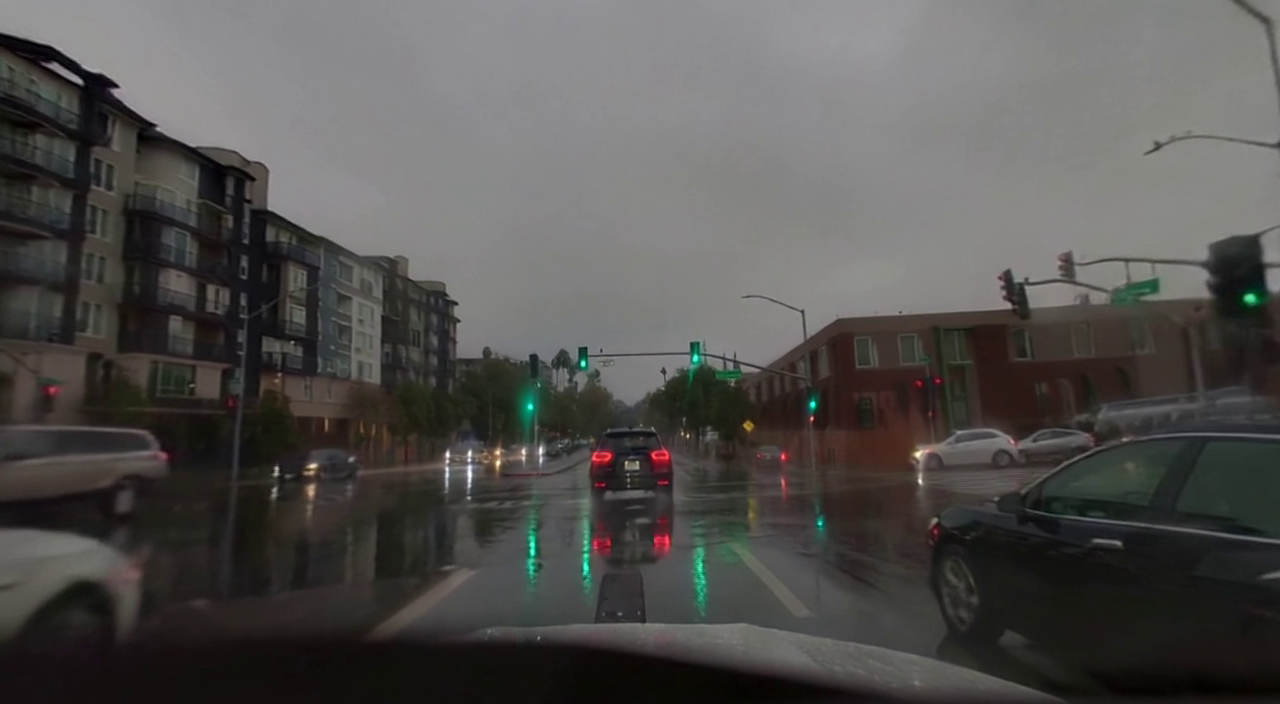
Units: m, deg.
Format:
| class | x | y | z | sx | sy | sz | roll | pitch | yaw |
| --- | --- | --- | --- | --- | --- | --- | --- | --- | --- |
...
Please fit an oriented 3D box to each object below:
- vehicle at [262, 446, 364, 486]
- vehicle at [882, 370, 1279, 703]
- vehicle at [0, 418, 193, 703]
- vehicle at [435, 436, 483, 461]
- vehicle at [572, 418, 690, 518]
| class | x | y | z | sx | sy | sz | roll | pitch | yaw |
| --- | --- | --- | --- | --- | --- | --- | --- | --- | --- |
| vehicle | -13.469 | 4.678 | 26.351 | 1.943 | 1.487 | 4.472 | 0 | -8 | -1 |
| vehicle | 3.146 | 1.068 | 3.514 | 1.906 | 1.608 | 4.137 | 0 | -8 | -1 |
| vehicle | -3.741 | 0.849 | 1.411 | 2.055 | 1.488 | 4.733 | 0 | -8 | -1 |
| vehicle | -13.260 | 7.085 | 46.637 | 1.964 | 1.712 | 5.236 | 0 | -8 | 0 |
| vehicle | -0.143 | 2.559 | 14.566 | 2.206 | 1.858 | 5.332 | 0 | -8 | 1 |
